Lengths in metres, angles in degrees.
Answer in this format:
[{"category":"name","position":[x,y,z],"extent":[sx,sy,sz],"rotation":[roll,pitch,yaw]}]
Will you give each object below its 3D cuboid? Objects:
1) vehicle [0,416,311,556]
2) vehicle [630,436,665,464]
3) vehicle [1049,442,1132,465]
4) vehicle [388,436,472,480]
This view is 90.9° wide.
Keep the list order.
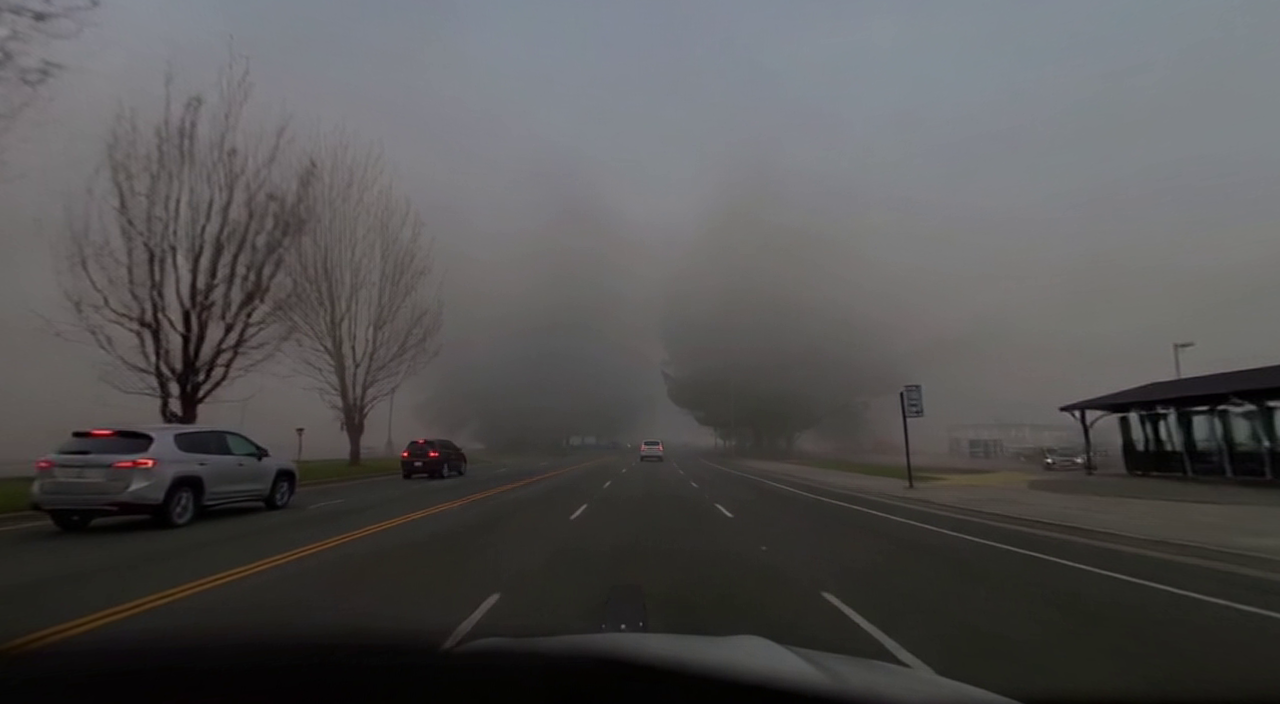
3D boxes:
[{"category":"vehicle","position":[-7.742,2.022,10.261],"extent":[2.181,1.728,4.515],"rotation":[0,-8,2]},{"category":"vehicle","position":[0.560,6.895,44.495],"extent":[2.345,1.803,4.261],"rotation":[0,-8,2]},{"category":"vehicle","position":[31.779,7.146,44.684],"extent":[1.966,1.494,4.685],"rotation":[1,-8,-8]},{"category":"vehicle","position":[-9.223,4.674,28.191],"extent":[2.097,1.782,4.682],"rotation":[0,-8,1]}]
